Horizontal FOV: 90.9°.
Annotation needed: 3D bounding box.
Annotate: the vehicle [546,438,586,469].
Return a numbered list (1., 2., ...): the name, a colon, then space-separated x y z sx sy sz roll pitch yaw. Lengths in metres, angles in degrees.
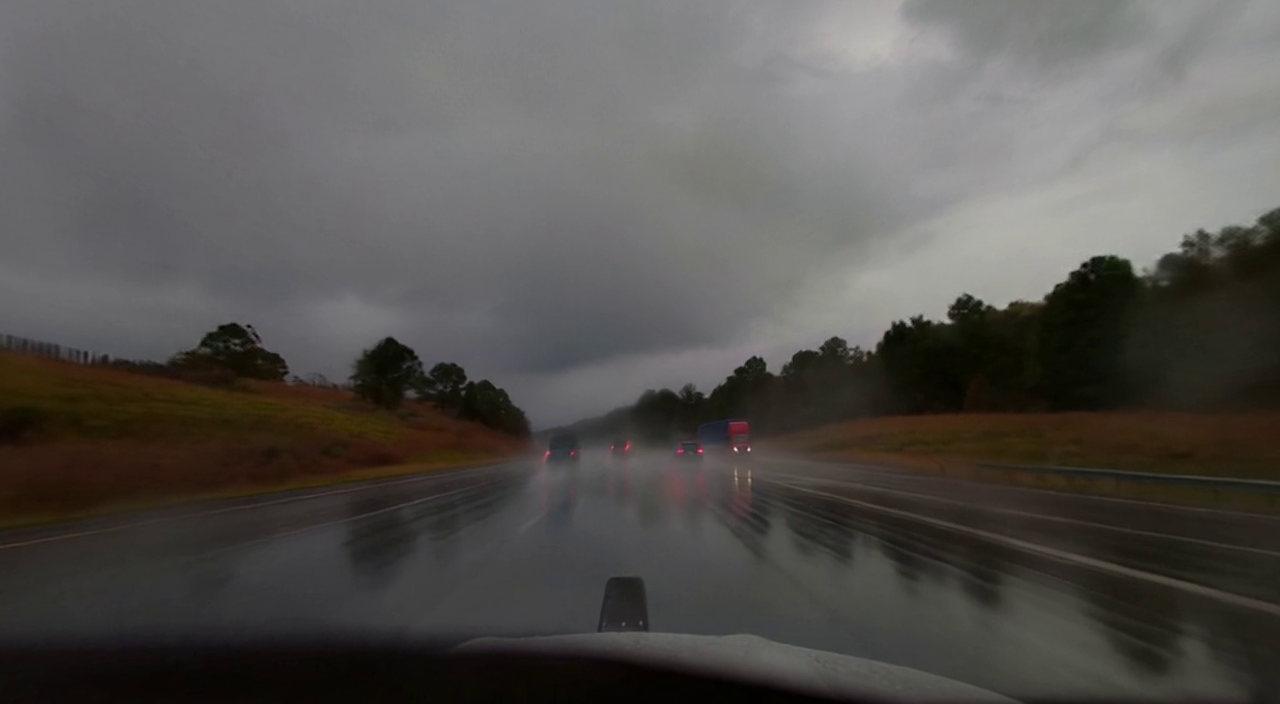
1. vehicle: -4.750 6.557 41.026 2.120 1.855 4.619 0 -8 -1

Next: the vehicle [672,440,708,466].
1. vehicle: 3.363 6.879 43.103 1.995 1.712 4.206 0 -8 -2
